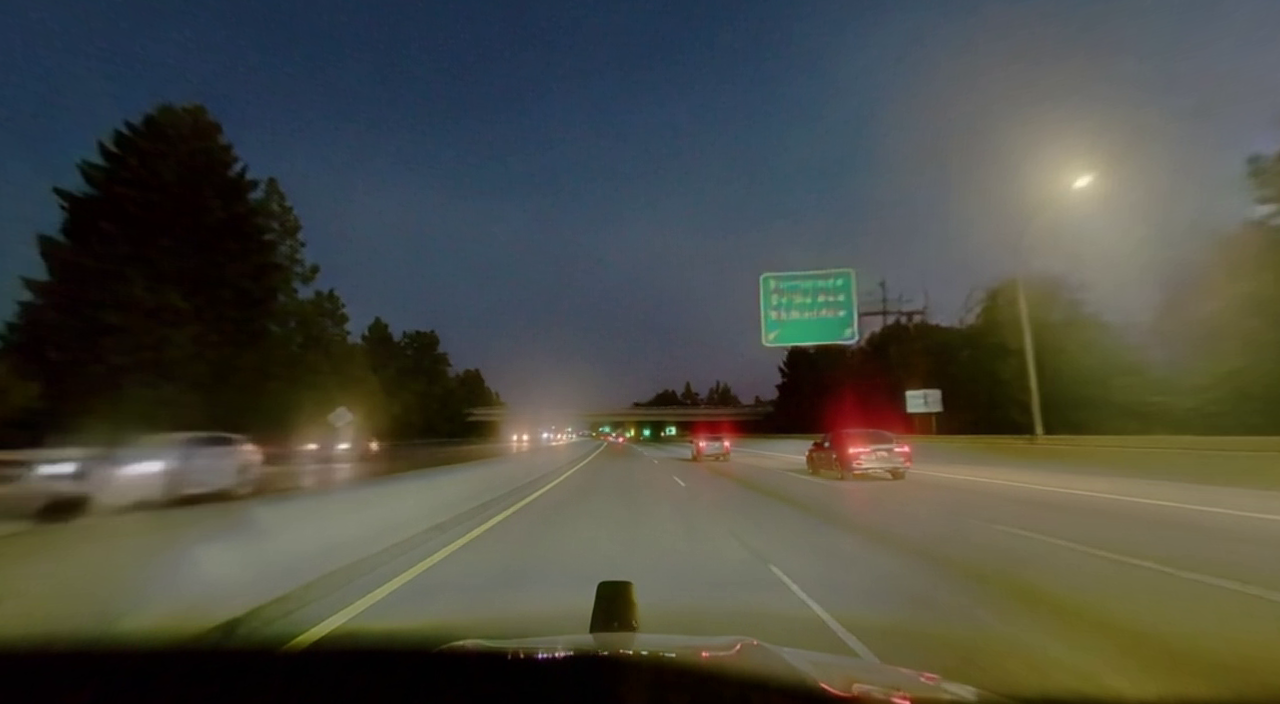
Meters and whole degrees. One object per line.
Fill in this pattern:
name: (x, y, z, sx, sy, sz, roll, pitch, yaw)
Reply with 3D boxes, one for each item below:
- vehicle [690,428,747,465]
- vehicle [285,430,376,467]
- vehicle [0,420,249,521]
vehicle: (3.526, 4.287, 28.885, 1.938, 1.578, 3.764, 0, -8, -3)
vehicle: (-13.337, 4.173, 27.520, 1.825, 1.476, 4.273, 0, -8, 0)
vehicle: (-8.957, 1.972, 11.064, 1.815, 1.452, 3.760, 0, -8, -1)
